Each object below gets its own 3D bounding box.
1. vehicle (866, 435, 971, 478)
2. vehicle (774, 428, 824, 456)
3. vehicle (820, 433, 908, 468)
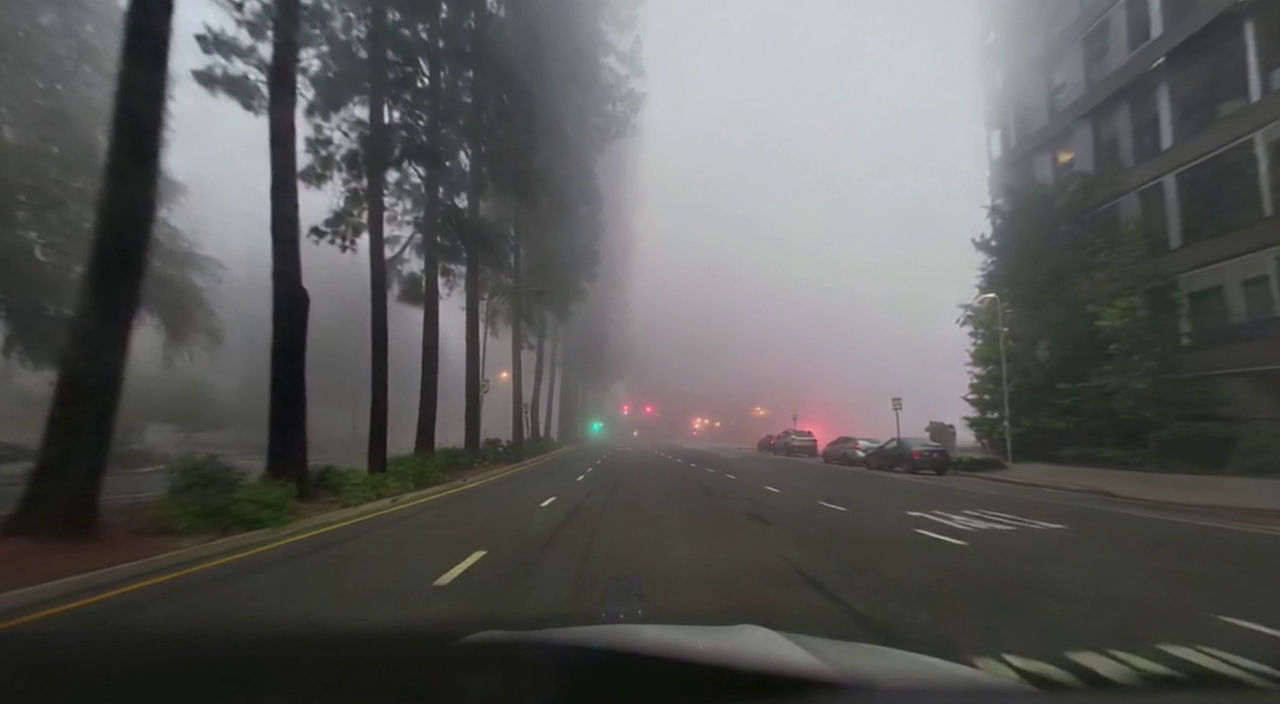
[{"bbox_3d":[10.674,4.047,24.641,1.927,1.489,4.532,0,-8,-1],"label":"vehicle"},{"bbox_3d":[10.434,5.981,41.815,1.947,1.716,4.861,0,-8,-1],"label":"vehicle"},{"bbox_3d":[10.618,4.739,30.419,1.977,1.519,4.953,1,-9,-6],"label":"vehicle"}]
